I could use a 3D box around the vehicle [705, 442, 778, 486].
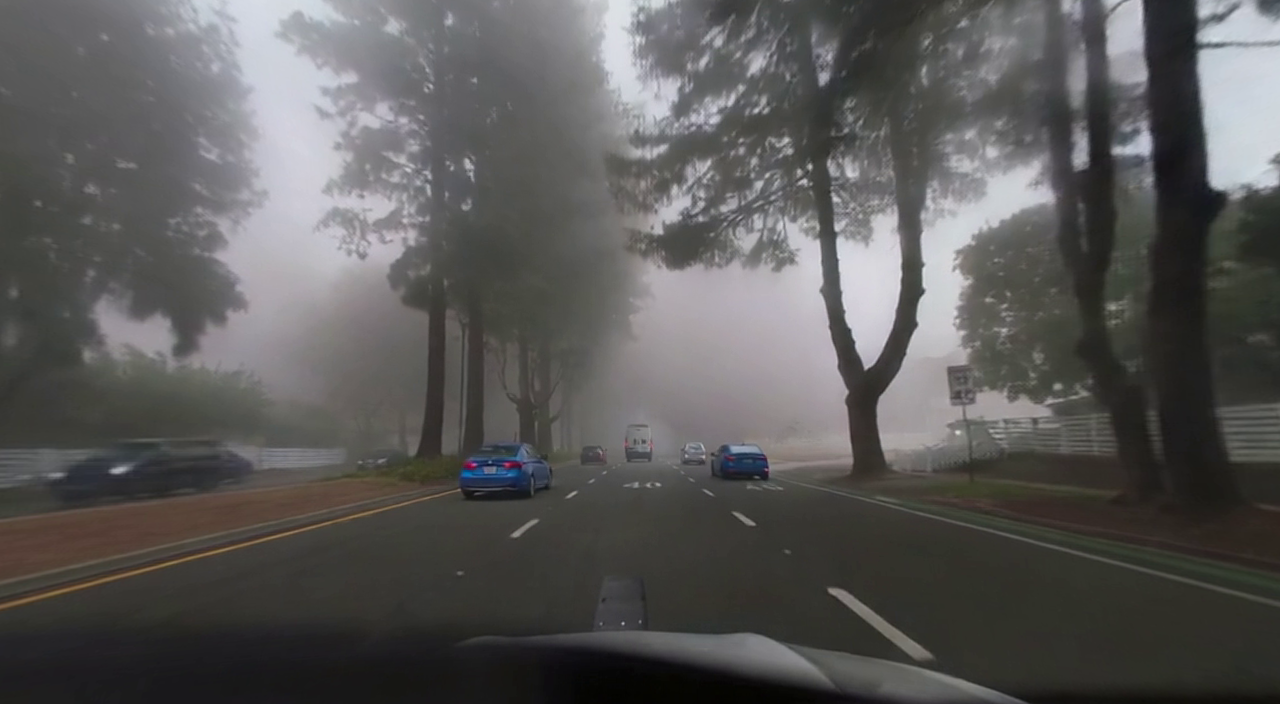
[{"bbox_3d":[3.652,4.100,23.345,1.945,1.469,4.258,0,-8,0],"label":"vehicle"}]

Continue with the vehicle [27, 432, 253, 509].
[{"bbox_3d":[-14.042,3.339,18.249,2.105,1.877,5.373,0,-8,0],"label":"vehicle"}]

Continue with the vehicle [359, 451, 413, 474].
[{"bbox_3d":[-17.820,7.766,44.263,1.852,1.471,4.746,0,-8,0],"label":"vehicle"}]

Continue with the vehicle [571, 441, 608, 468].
[{"bbox_3d":[-3.259,6.714,41.296,2.021,1.715,4.329,0,-8,1],"label":"vehicle"}]

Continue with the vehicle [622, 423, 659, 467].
[{"bbox_3d":[0.049,6.259,42.112,2.311,2.726,5.814,0,-9,1],"label":"vehicle"}]

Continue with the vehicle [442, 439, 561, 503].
[{"bbox_3d":[-3.523,3.123,16.973,2.036,1.474,4.647,0,-8,1],"label":"vehicle"}]
